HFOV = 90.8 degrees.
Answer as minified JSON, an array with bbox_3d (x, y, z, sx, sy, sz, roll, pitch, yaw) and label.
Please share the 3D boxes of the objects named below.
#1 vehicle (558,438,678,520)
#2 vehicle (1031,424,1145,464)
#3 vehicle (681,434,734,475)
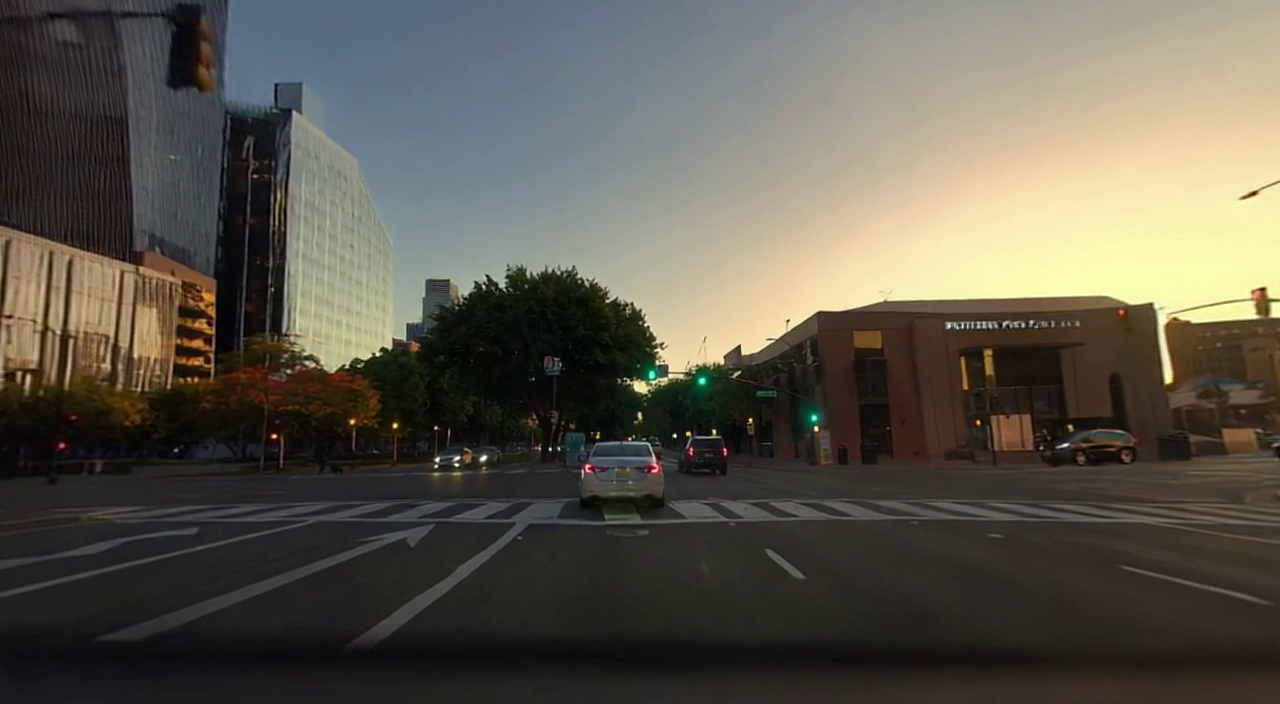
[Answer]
[{"bbox_3d":[-0.436,2.565,13.419,2.144,1.398,3.963,1,-7,-1],"label":"vehicle"},{"bbox_3d":[23.961,4.957,33.925,4.384,2.000,2.345,1,-8,-4],"label":"vehicle"},{"bbox_3d":[3.202,4.906,30.601,2.078,1.799,4.089,1,-7,-1],"label":"vehicle"}]
